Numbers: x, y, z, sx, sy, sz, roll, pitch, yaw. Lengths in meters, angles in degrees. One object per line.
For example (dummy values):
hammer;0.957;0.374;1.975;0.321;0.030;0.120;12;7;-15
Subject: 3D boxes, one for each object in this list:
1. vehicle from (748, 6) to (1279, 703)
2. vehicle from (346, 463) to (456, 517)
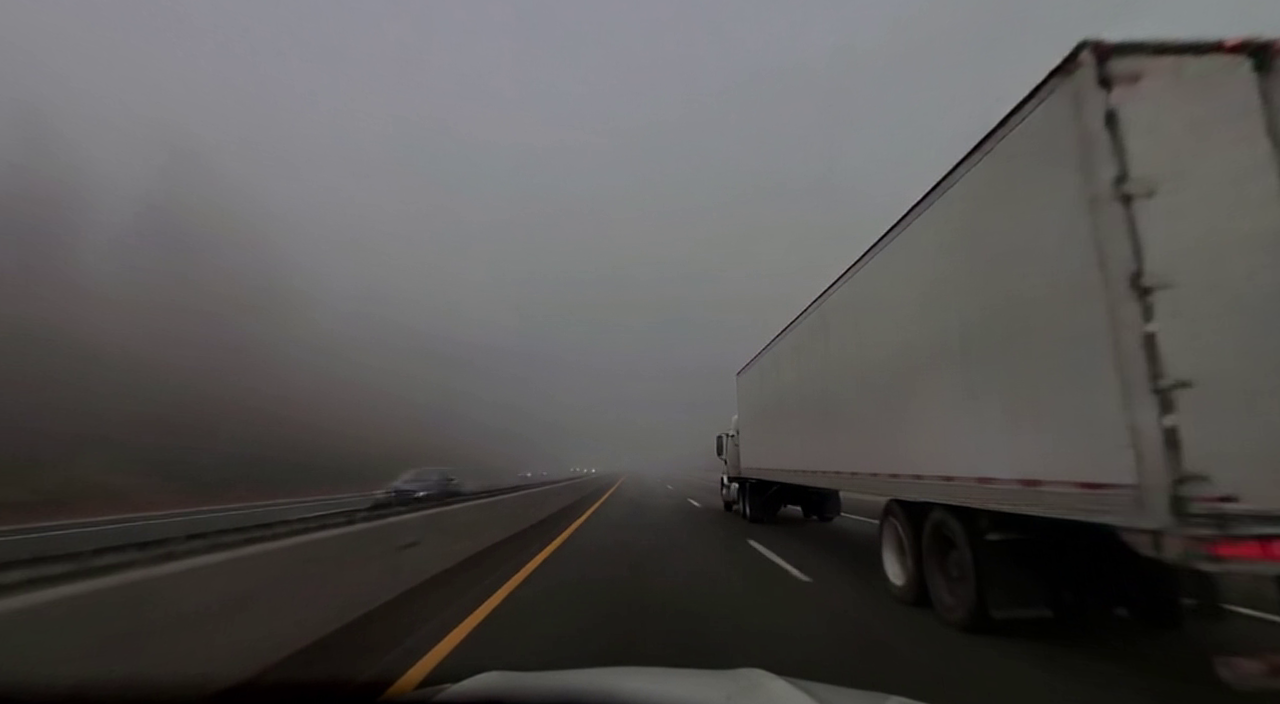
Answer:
vehicle;4.618;1.160;9.986;3.204;4.102;13.306;1;-10;-1
vehicle;-7.301;4.253;19.775;1.805;1.474;4.168;1;-10;0
